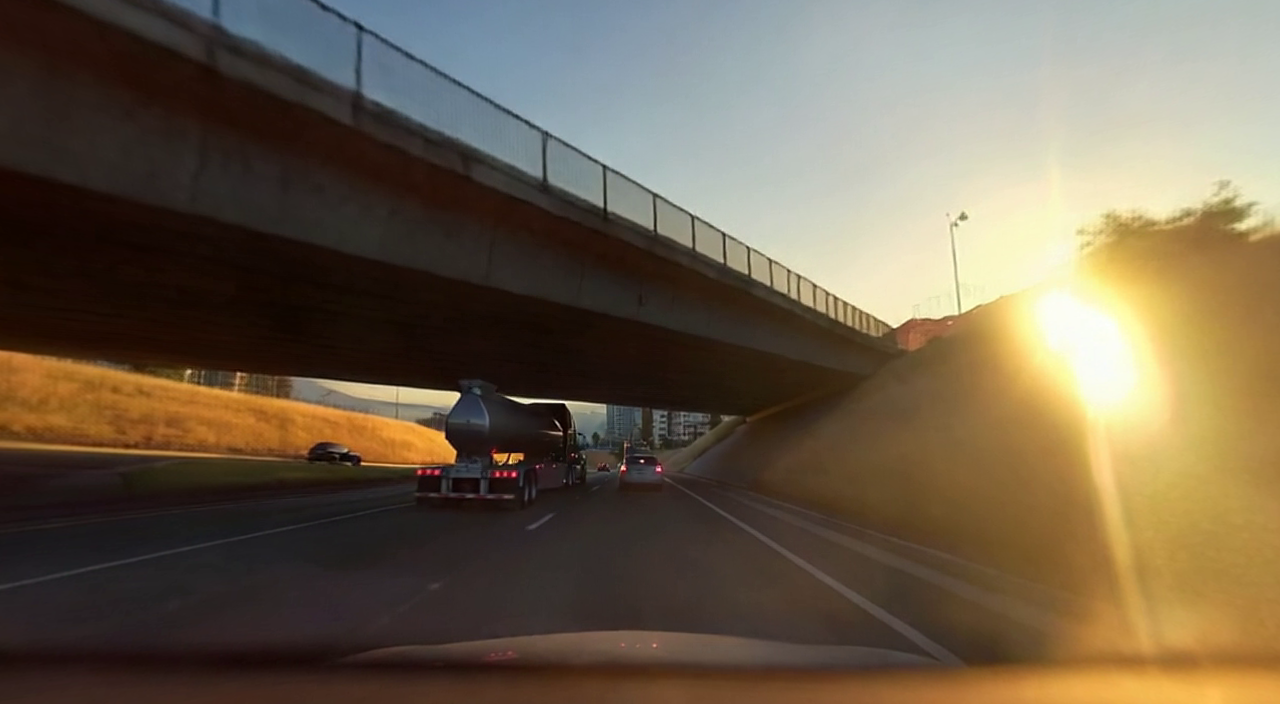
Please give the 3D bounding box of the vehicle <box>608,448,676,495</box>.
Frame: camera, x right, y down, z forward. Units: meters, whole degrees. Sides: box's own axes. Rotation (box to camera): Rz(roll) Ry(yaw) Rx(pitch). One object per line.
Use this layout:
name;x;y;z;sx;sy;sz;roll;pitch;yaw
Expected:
vehicle;0.020;4.208;22.605;2.215;1.481;4.246;0;-9;-1

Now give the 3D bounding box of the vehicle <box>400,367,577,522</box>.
vehicle;-4.178;3.195;21.864;2.896;3.563;14.643;0;-9;-1
